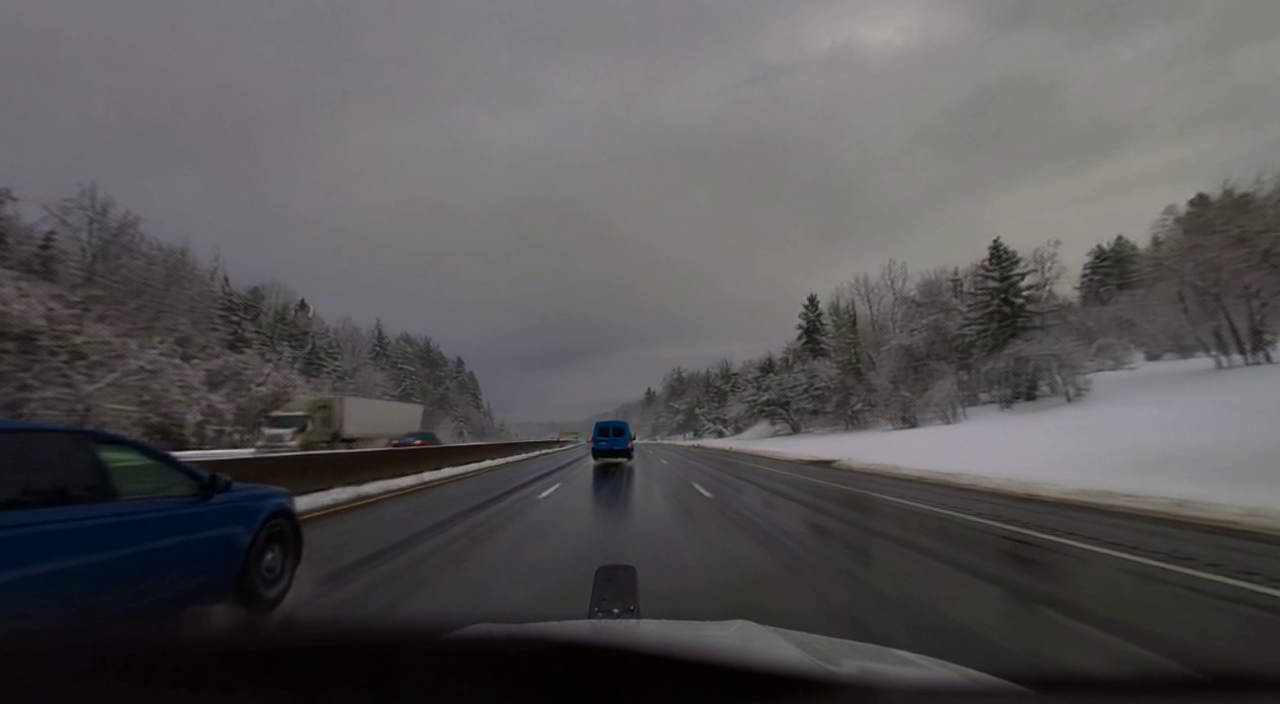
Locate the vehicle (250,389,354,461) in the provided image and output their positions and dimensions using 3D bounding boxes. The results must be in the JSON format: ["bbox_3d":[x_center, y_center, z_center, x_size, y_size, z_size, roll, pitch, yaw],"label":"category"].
[{"bbox_3d":[-20.125,4.439,37.984,2.975,4.001,5.822,0,-8,-1],"label":"vehicle"}]

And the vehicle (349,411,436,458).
[{"bbox_3d":[-11.915,4.034,30.797,2.201,2.108,5.177,0,-8,-1],"label":"vehicle"}]

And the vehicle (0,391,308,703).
[{"bbox_3d":[-3.880,0.957,2.873,2.096,1.537,4.700,0,-7,1],"label":"vehicle"}]

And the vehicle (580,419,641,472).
[{"bbox_3d":[-1.133,3.902,26.482,2.297,2.011,4.736,0,-8,0],"label":"vehicle"}]
